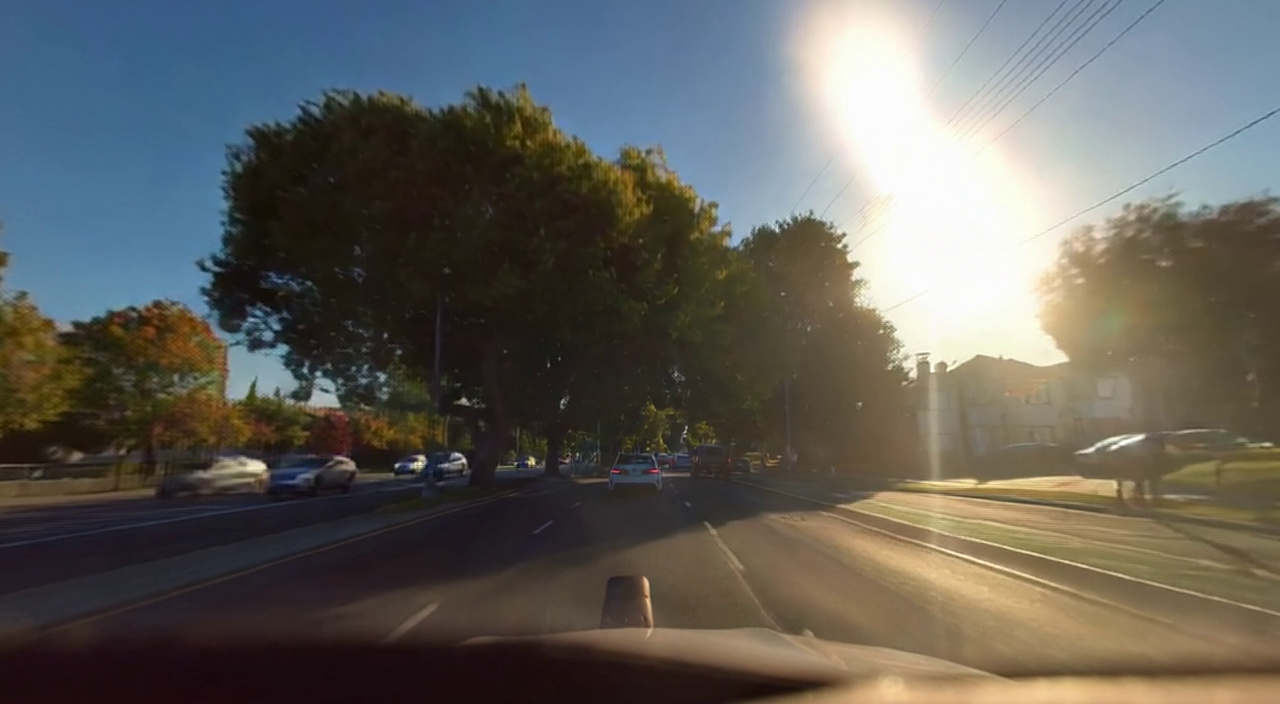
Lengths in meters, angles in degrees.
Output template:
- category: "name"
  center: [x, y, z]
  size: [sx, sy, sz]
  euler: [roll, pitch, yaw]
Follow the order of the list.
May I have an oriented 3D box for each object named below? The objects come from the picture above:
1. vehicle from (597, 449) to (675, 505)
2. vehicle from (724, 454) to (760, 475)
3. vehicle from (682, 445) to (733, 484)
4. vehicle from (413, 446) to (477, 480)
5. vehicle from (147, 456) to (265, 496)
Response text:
- category: "vehicle"
  center: [-0.117, 3.751, 19.378]
  size: [2.140, 1.474, 4.026]
  euler: [0, -9, 0]
- category: "vehicle"
  center: [7.836, 8.677, 48.745]
  size: [1.980, 1.497, 4.345]
  euler: [0, -9, 0]
- category: "vehicle"
  center: [3.284, 5.562, 31.537]
  size: [2.073, 1.822, 4.276]
  euler: [0, -9, 0]
- category: "vehicle"
  center: [-11.655, 6.619, 37.983]
  size: [2.370, 1.892, 4.343]
  euler: [0, -9, 1]
- category: "vehicle"
  center: [-18.373, 5.237, 26.993]
  size: [1.928, 1.491, 4.316]
  euler: [0, -9, 1]
